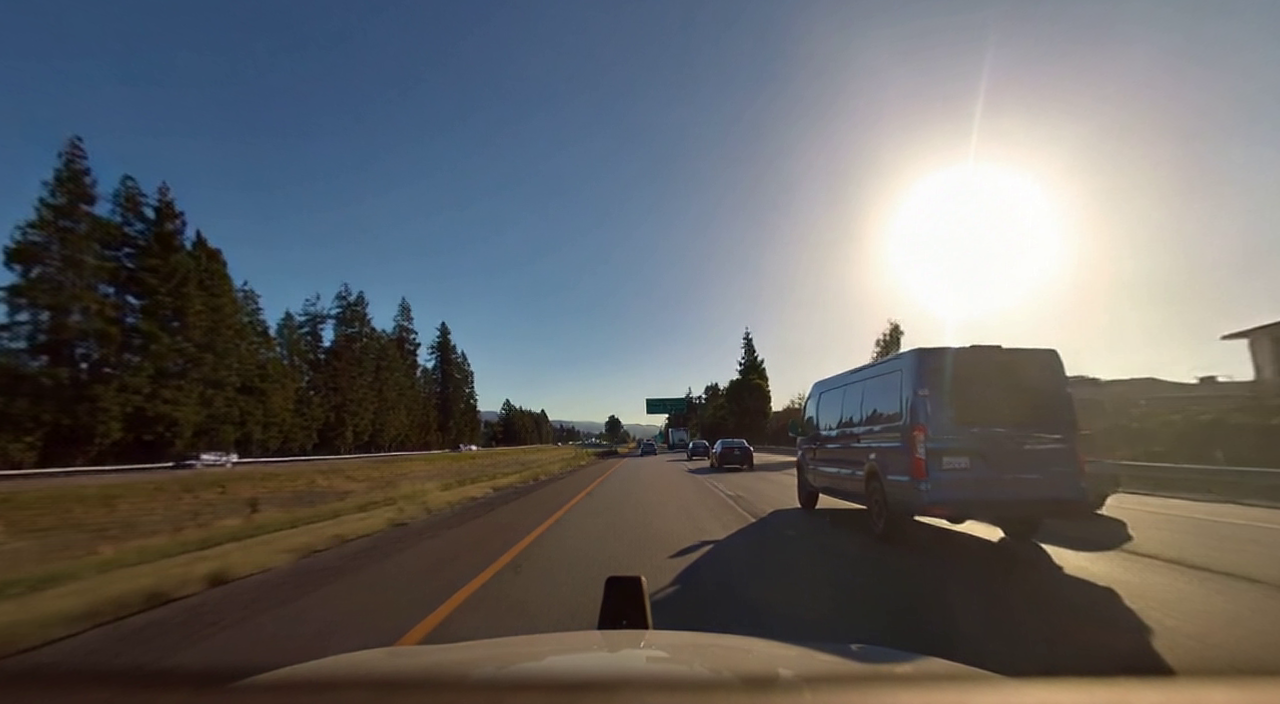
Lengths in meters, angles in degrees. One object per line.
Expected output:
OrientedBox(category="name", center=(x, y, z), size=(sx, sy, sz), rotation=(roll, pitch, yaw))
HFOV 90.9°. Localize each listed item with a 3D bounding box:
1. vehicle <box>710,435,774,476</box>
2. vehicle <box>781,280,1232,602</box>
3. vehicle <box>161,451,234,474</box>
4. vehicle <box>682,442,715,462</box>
OrientedBox(category="vehicle", center=(4.424, 4.550, 28.042), size=(2.034, 1.651, 4.342), rotation=(0, -8, -1))
OrientedBox(category="vehicle", center=(3.665, 1.130, 8.225), size=(2.302, 2.670, 5.912), rotation=(0, -8, 1))
OrientedBox(category="vehicle", center=(-31.681, 7.893, 45.331), size=(1.865, 1.490, 4.651), rotation=(0, -8, 1))
OrientedBox(category="vehicle", center=(4.331, 7.500, 47.377), size=(2.050, 1.448, 4.123), rotation=(0, -8, -1))
